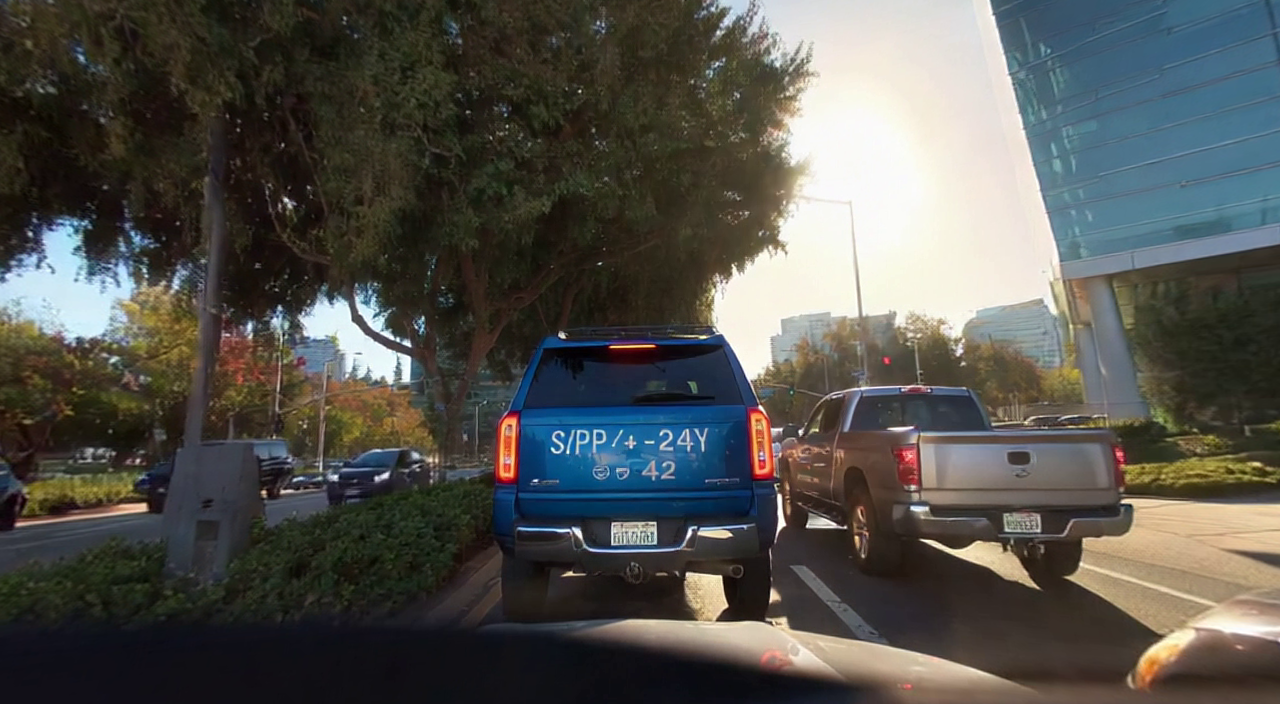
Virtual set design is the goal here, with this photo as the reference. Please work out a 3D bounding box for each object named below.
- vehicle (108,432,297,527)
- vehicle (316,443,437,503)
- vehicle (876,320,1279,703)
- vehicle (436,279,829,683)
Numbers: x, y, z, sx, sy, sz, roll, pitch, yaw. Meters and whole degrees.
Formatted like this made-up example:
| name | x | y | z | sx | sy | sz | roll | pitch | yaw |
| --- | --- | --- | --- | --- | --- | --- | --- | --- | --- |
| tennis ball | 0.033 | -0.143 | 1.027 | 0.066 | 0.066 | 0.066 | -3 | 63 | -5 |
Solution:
| name | x | y | z | sx | sy | sz | roll | pitch | yaw |
| --- | --- | --- | --- | --- | --- | --- | --- | --- | --- |
| vehicle | -16.054 | 4.624 | 23.772 | 2.741 | 2.730 | 6.221 | -7 | -8 | -1 |
| vehicle | -9.125 | 4.201 | 22.388 | 2.128 | 1.868 | 4.863 | 0 | -8 | 1 |
| vehicle | 3.076 | 0.985 | 3.460 | 2.022 | 1.700 | 4.410 | 0 | -8 | 3 |
| vehicle | 0.014 | 1.042 | 5.971 | 2.267 | 2.372 | 4.366 | 0 | -8 | 2 |
